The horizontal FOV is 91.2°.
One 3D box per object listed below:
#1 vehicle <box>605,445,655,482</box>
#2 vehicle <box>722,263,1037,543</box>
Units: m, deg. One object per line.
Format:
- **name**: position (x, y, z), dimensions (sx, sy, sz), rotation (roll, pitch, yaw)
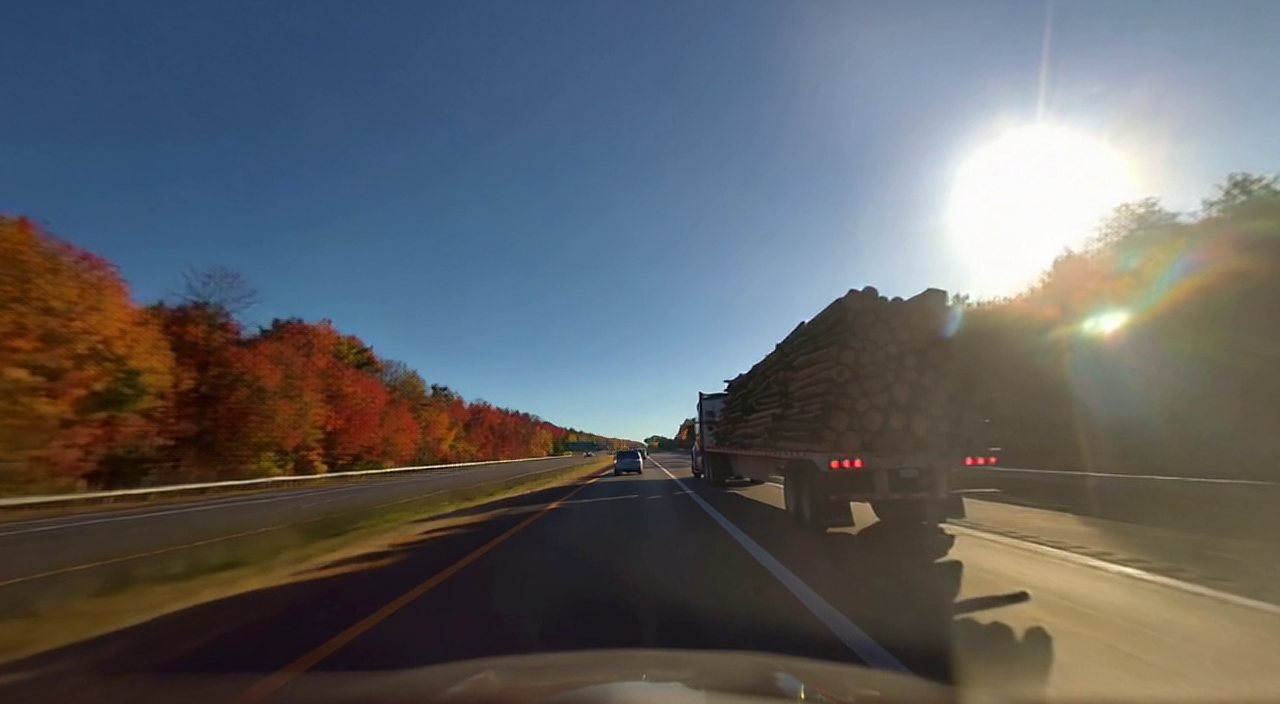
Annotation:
- **vehicle**: position (-0.441, 5.000, 28.410), dimensions (2.099, 1.506, 4.097), rotation (-1, -9, 0)
- **vehicle**: position (3.847, 1.297, 12.972), dimensions (3.004, 3.923, 8.363), rotation (0, -9, -1)
